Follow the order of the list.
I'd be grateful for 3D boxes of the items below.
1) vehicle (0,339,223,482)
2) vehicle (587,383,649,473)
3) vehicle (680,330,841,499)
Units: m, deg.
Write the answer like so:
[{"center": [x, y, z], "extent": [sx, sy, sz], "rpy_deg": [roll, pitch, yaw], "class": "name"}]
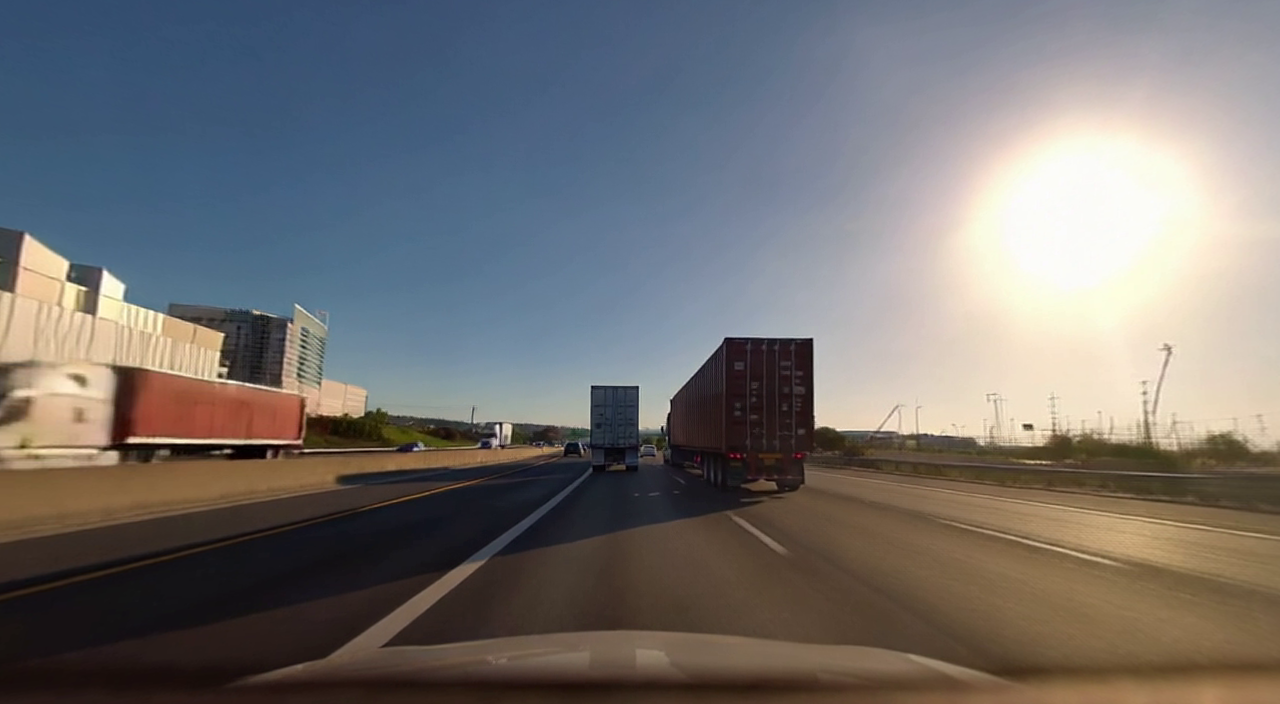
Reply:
[{"center": [-20.795, 2.371, 23.074], "extent": [3.084, 4.220, 12.355], "rpy_deg": [0, -9, -2], "class": "vehicle"}, {"center": [-1.048, 4.370, 35.047], "extent": [2.841, 4.071, 12.046], "rpy_deg": [0, -8, 0], "class": "vehicle"}, {"center": [3.289, 2.419, 21.684], "extent": [2.803, 4.072, 12.744], "rpy_deg": [0, -8, -1], "class": "vehicle"}]
